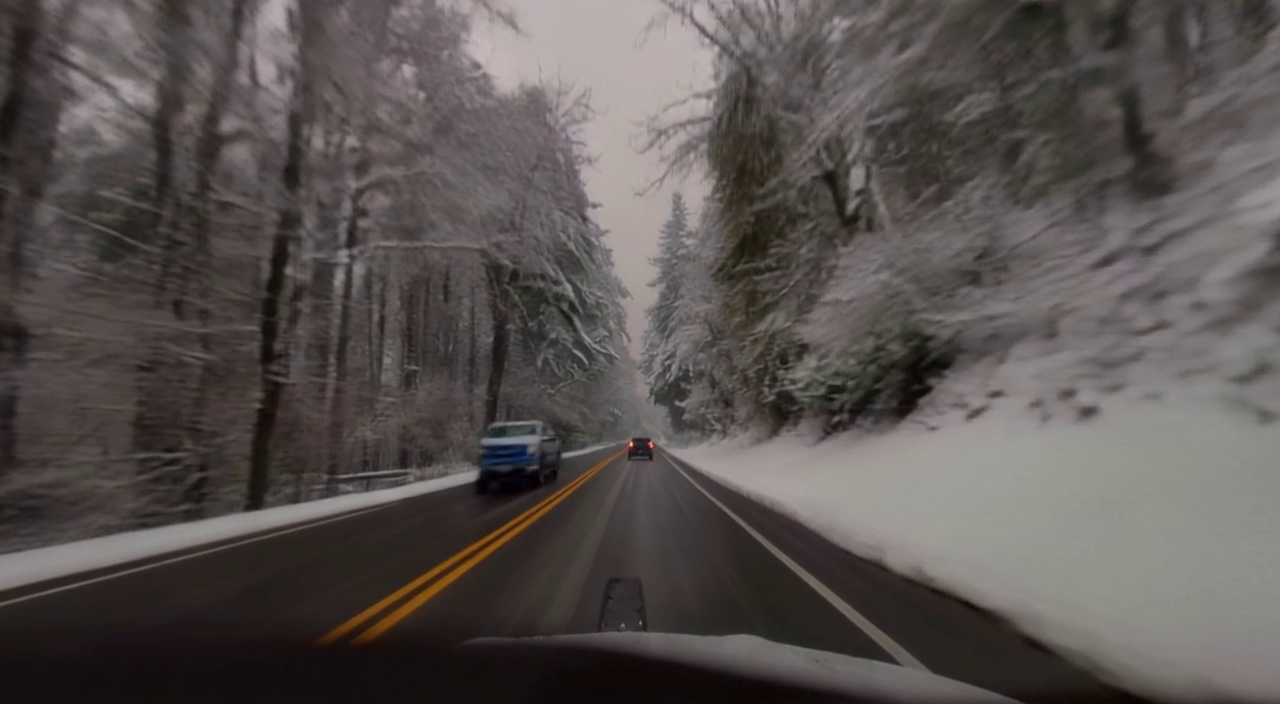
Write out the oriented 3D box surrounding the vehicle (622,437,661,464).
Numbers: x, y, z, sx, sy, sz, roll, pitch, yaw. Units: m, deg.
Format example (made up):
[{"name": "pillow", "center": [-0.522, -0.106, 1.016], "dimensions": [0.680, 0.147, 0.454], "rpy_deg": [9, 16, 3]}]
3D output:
[{"name": "vehicle", "center": [0.088, 5.781, 37.244], "dimensions": [2.120, 1.491, 4.349], "rpy_deg": [0, -8, 0]}]
